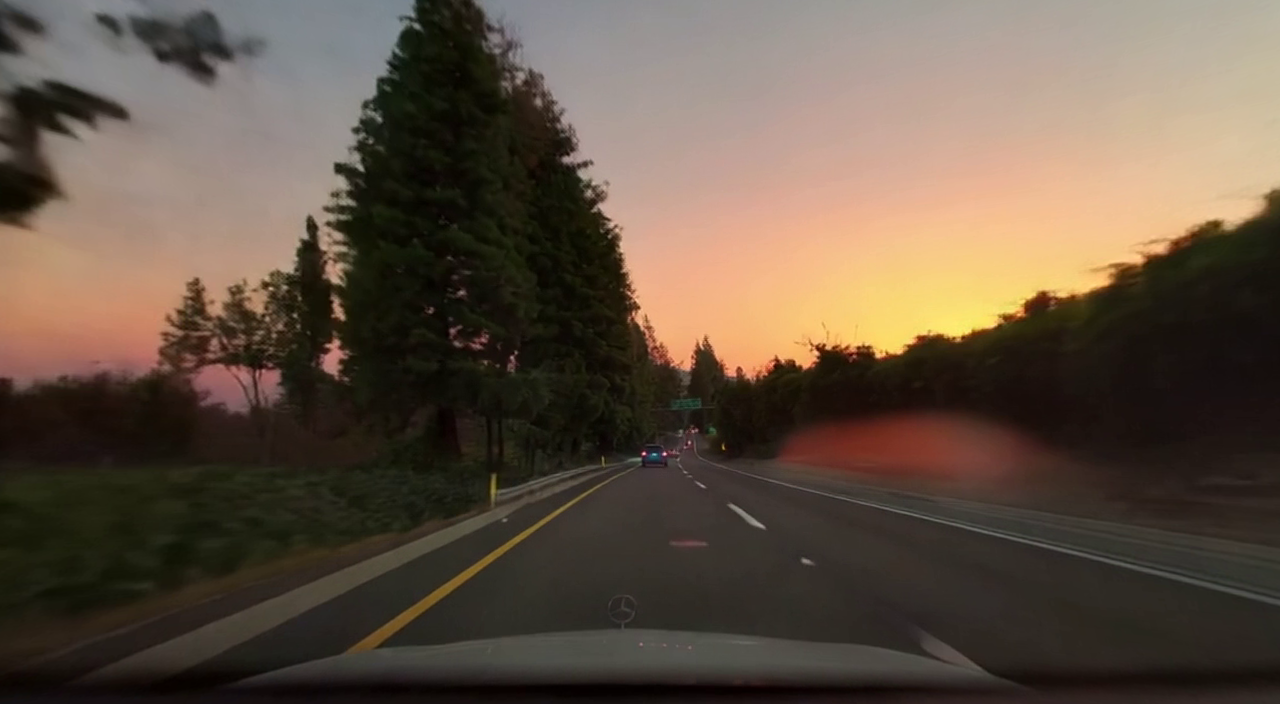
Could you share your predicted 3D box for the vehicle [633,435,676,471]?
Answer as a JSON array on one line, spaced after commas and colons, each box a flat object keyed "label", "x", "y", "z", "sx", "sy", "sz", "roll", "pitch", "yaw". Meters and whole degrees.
[{"label": "vehicle", "x": 0.983, "y": 6.484, "z": 40.476, "sx": 2.546, "sy": 2.126, "sz": 5.153, "roll": 0, "pitch": -8, "yaw": 3}]
